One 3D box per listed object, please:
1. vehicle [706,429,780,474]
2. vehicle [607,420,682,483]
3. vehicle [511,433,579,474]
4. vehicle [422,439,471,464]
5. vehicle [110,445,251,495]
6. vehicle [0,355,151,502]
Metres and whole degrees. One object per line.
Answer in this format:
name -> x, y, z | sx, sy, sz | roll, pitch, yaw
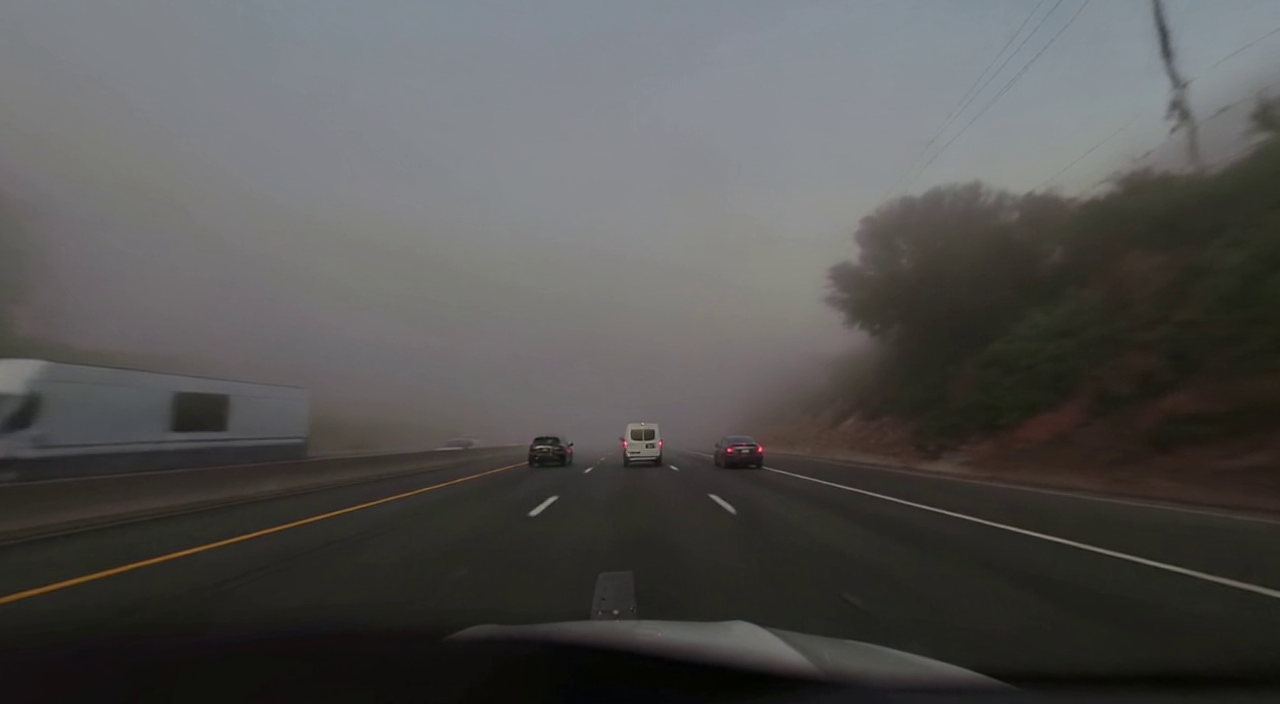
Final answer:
vehicle -> 3.867, 3.814, 24.453 | 1.923, 1.562, 4.691 | 0, -8, -2
vehicle -> 0.087, 3.156, 20.325 | 2.159, 1.811, 4.238 | 0, -8, -1
vehicle -> -3.756, 4.071, 25.713 | 2.093, 1.517, 4.648 | 0, -8, 0
vehicle -> -12.131, 6.250, 39.762 | 1.804, 1.434, 4.358 | 0, -8, -1
vehicle -> -14.669, 3.734, 20.414 | 1.764, 1.401, 3.784 | 0, -8, -1
vehicle -> -19.116, 2.396, 19.443 | 3.109, 3.990, 5.971 | 0, -8, -1
